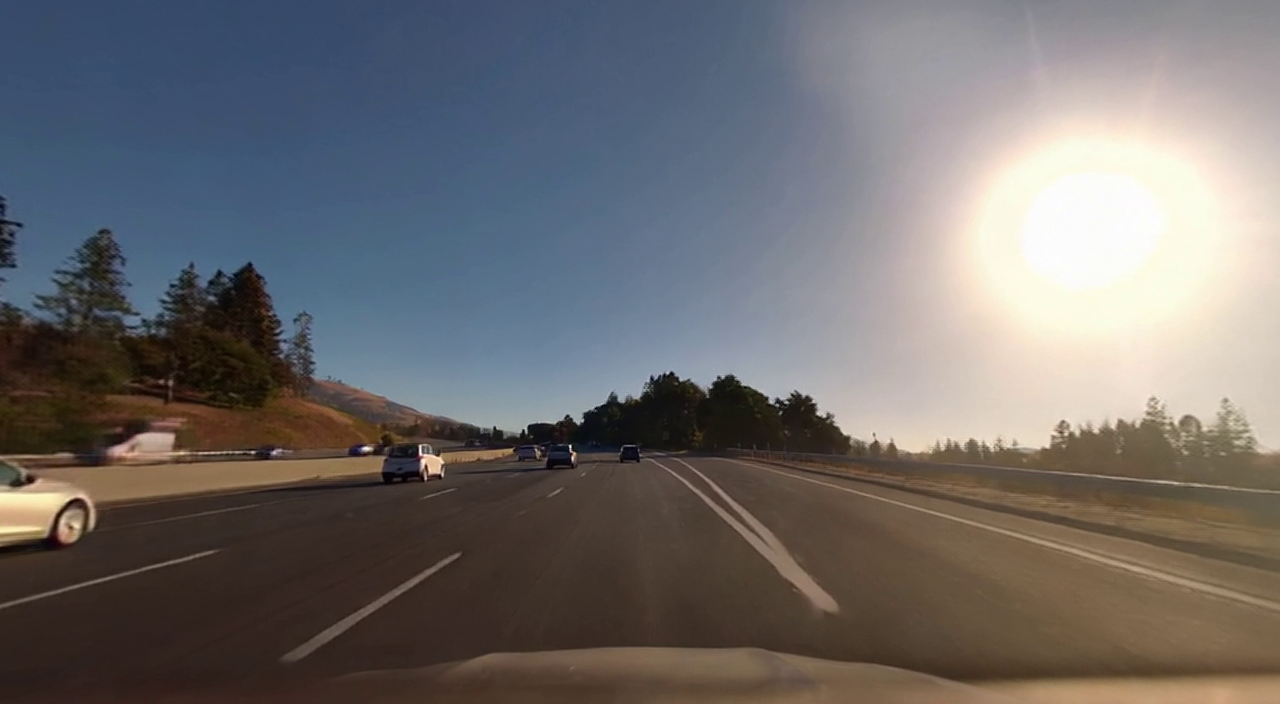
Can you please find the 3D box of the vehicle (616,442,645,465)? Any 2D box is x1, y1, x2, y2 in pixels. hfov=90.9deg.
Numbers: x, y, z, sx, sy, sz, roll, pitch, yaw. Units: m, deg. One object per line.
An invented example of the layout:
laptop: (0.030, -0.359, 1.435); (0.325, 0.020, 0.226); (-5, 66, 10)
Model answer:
vehicle: (-0.664, 6.939, 43.151); (1.881, 1.460, 3.694); (0, -8, -1)

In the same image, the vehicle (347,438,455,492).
vehicle: (-7.936, 3.780, 21.399); (2.086, 1.628, 4.039); (0, -8, -1)

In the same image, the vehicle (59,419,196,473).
vehicle: (-27.470, 5.101, 34.196); (2.332, 2.632, 5.928); (0, -8, 0)

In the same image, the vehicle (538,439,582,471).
vehicle: (-4.391, 5.734, 35.309); (1.991, 1.610, 4.606); (0, -8, -1)
